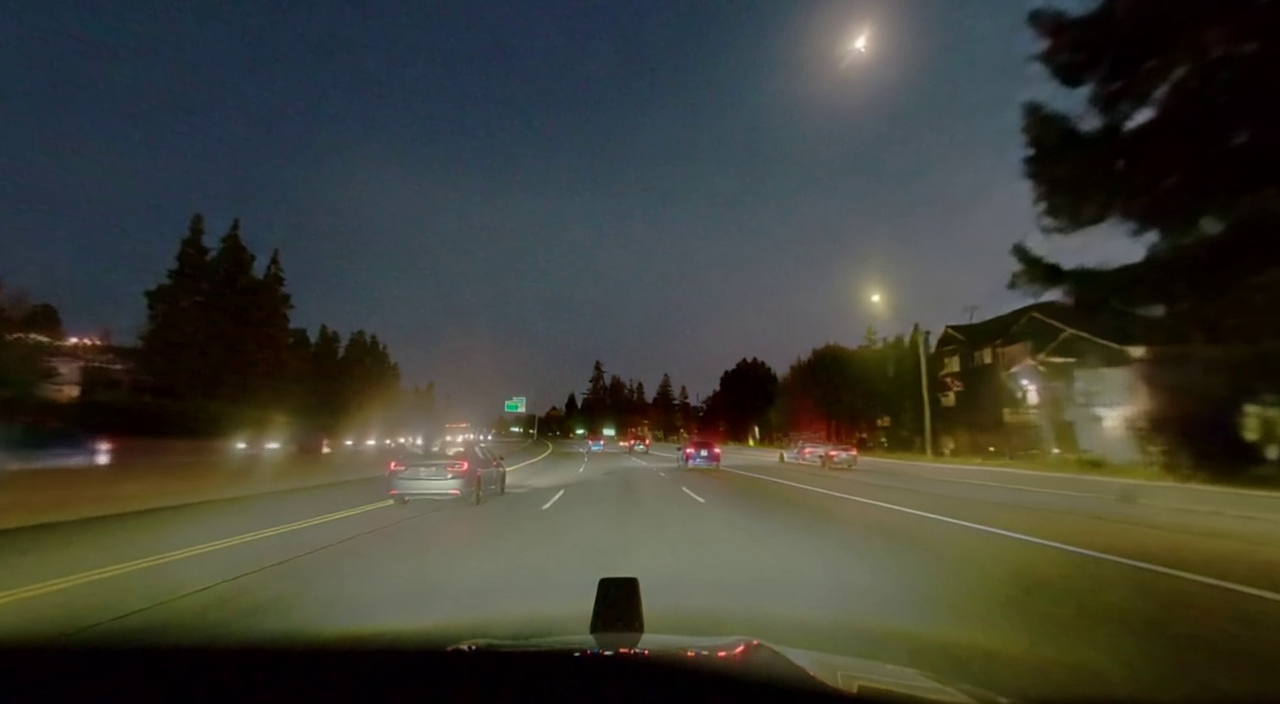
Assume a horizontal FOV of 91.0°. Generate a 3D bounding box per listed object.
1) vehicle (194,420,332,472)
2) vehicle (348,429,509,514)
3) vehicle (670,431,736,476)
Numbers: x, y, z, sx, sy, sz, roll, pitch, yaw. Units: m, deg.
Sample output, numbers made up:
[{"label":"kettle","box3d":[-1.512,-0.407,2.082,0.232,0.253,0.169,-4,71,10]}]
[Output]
[{"label":"vehicle","box3d":[-13.276,3.398,22.635,2.092,1.646,4.843,1,-9,-3]},{"label":"vehicle","box3d":[-4.330,2.528,13.755,2.036,1.528,4.400,0,-9,-1]},{"label":"vehicle","box3d":[2.473,4.179,25.990,2.092,1.686,4.188,1,-9,-3]}]
